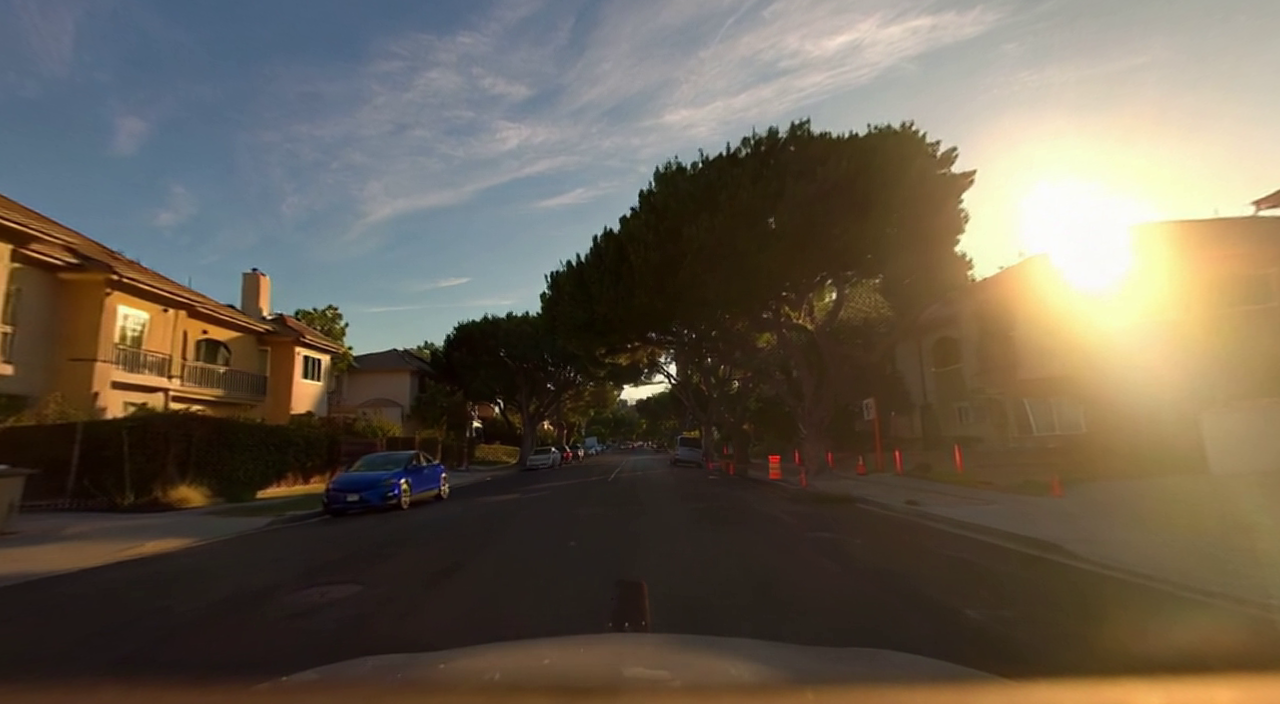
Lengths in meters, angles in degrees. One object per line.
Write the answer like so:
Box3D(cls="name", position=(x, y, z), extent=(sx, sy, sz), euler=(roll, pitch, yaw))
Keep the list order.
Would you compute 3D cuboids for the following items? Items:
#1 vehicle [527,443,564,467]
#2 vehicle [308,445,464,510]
Box3D(cls="vehicle", position=(-6.562, 7.184, 44.119), extent=(1.957, 1.608, 4.476), euler=(0, -9, -1))
Box3D(cls="vehicle", position=(-6.476, 3.232, 16.775), extent=(2.137, 1.481, 4.503), euler=(0, -9, 2))
